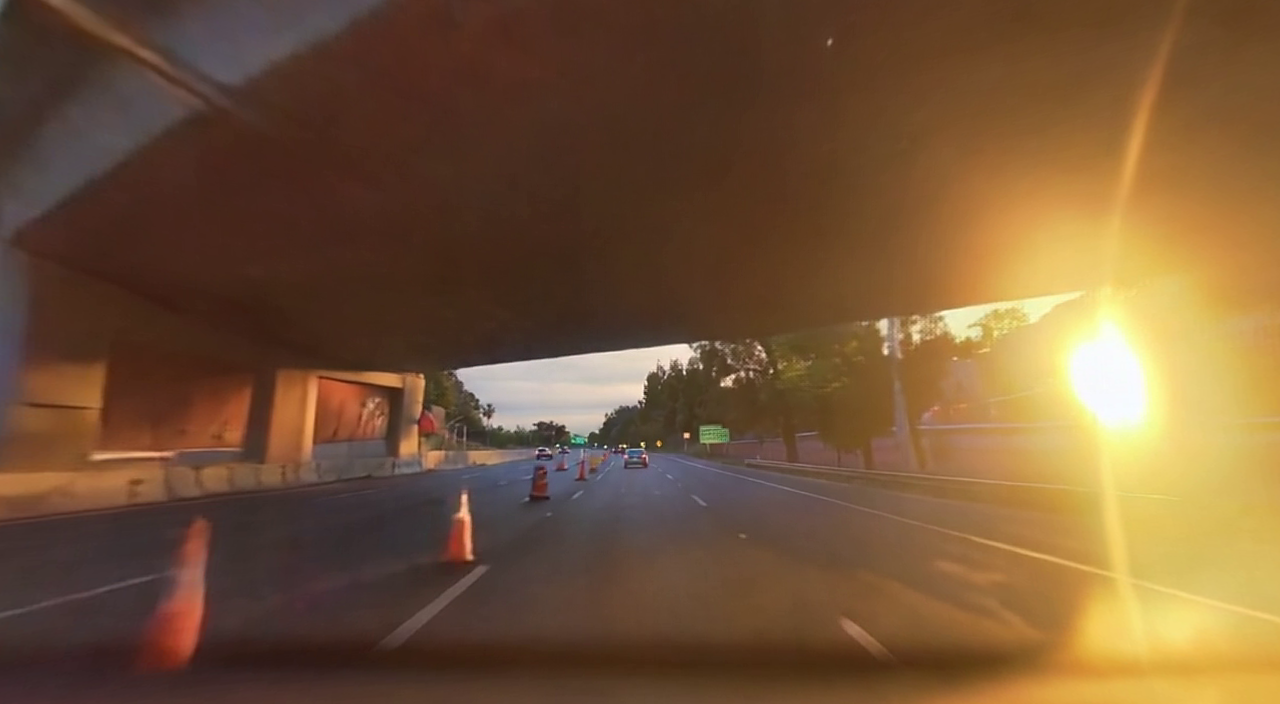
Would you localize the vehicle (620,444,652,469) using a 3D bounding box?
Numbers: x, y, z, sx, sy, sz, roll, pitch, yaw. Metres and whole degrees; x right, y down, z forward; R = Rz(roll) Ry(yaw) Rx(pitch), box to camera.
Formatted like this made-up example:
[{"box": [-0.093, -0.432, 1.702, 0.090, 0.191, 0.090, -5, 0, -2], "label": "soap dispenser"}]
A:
[{"box": [-0.305, 7.205, 43.641, 2.109, 1.638, 3.856, 0, -9, -1], "label": "vehicle"}]

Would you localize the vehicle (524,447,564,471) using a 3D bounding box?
[{"box": [-6.332, 7.061, 41.926, 1.997, 1.507, 4.248, 0, -9, 0], "label": "vehicle"}]
